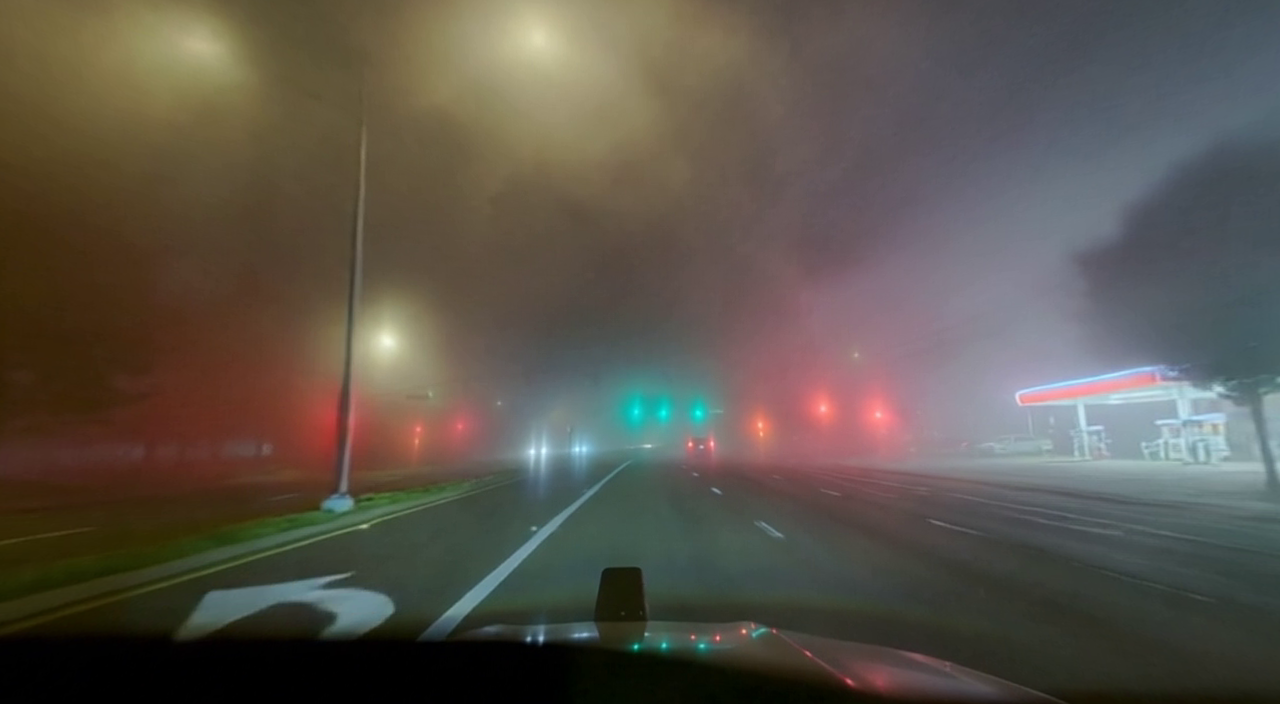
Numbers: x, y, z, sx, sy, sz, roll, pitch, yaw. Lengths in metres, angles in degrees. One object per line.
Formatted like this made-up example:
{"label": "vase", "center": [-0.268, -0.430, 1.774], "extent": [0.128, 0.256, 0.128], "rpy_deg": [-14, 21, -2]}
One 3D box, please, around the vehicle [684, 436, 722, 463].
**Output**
{"label": "vehicle", "center": [4.193, 6.593, 42.624], "extent": [2.090, 1.717, 4.063], "rpy_deg": [0, -9, -1]}
